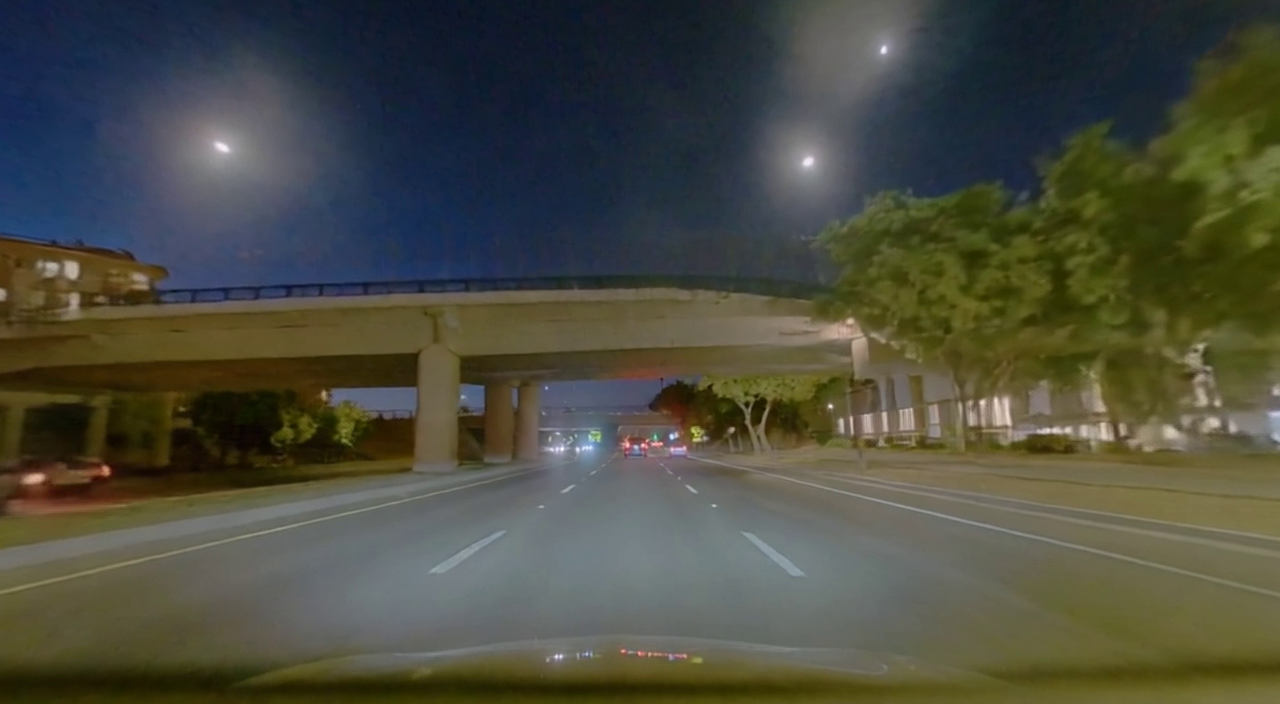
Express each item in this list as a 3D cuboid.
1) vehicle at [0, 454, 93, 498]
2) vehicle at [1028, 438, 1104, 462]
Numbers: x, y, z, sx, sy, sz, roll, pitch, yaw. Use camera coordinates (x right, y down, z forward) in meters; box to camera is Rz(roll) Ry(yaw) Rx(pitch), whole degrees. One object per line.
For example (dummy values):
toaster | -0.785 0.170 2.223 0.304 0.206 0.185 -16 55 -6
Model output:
vehicle | -27.684 5.521 28.540 1.922 1.738 4.748 0 -8 -4
vehicle | 33.679 7.753 49.994 4.571 1.685 2.006 -2 -9 -4
